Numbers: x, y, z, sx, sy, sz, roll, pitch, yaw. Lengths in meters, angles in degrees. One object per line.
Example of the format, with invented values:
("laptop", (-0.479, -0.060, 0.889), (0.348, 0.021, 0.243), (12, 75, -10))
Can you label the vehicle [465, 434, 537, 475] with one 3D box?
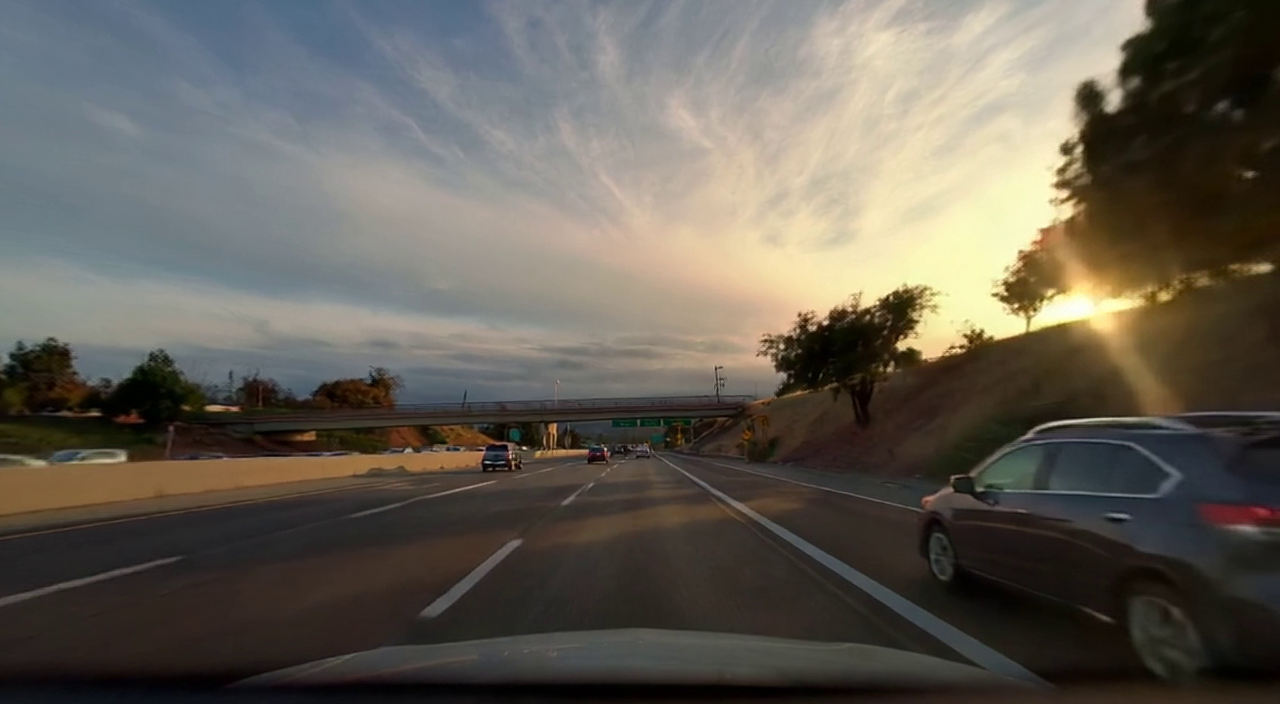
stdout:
("vehicle", (-7.223, 5.396, 33.451), (2.341, 1.959, 5.684), (0, -9, 1))

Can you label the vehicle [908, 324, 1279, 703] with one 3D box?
("vehicle", (3.645, 0.990, 4.049), (1.990, 1.735, 4.276), (0, -9, 1))

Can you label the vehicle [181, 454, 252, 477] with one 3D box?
("vehicle", (-29.784, 7.972, 44.480), (1.834, 1.511, 4.548), (0, -9, 0))

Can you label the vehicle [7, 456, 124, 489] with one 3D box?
("vehicle", (-29.989, 6.261, 33.085), (1.837, 1.506, 4.537), (0, -9, 0))

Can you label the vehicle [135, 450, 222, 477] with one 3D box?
("vehicle", (-33.715, 8.110, 46.218), (2.102, 1.858, 5.611), (0, -9, 0))
